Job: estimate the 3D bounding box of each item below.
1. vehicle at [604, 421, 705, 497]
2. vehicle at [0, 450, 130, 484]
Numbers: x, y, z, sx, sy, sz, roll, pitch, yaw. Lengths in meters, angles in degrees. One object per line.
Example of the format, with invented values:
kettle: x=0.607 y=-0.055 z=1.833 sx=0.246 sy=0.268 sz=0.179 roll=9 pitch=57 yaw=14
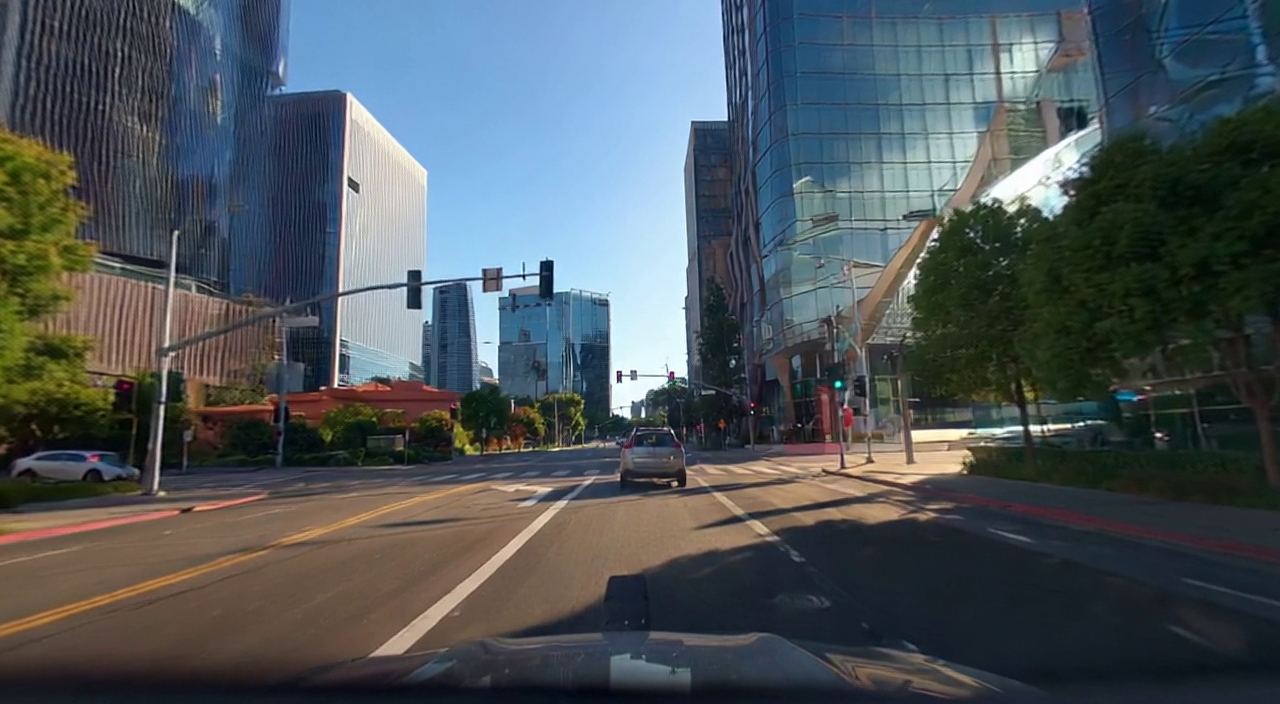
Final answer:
vehicle: x=0.309 y=2.603 z=15.774 sx=2.184 sy=1.640 sz=4.086 roll=0 pitch=-8 yaw=0
vehicle: x=-27.254 y=5.422 z=29.810 sx=4.494 sy=1.475 sz=1.893 roll=0 pitch=-8 yaw=-1
